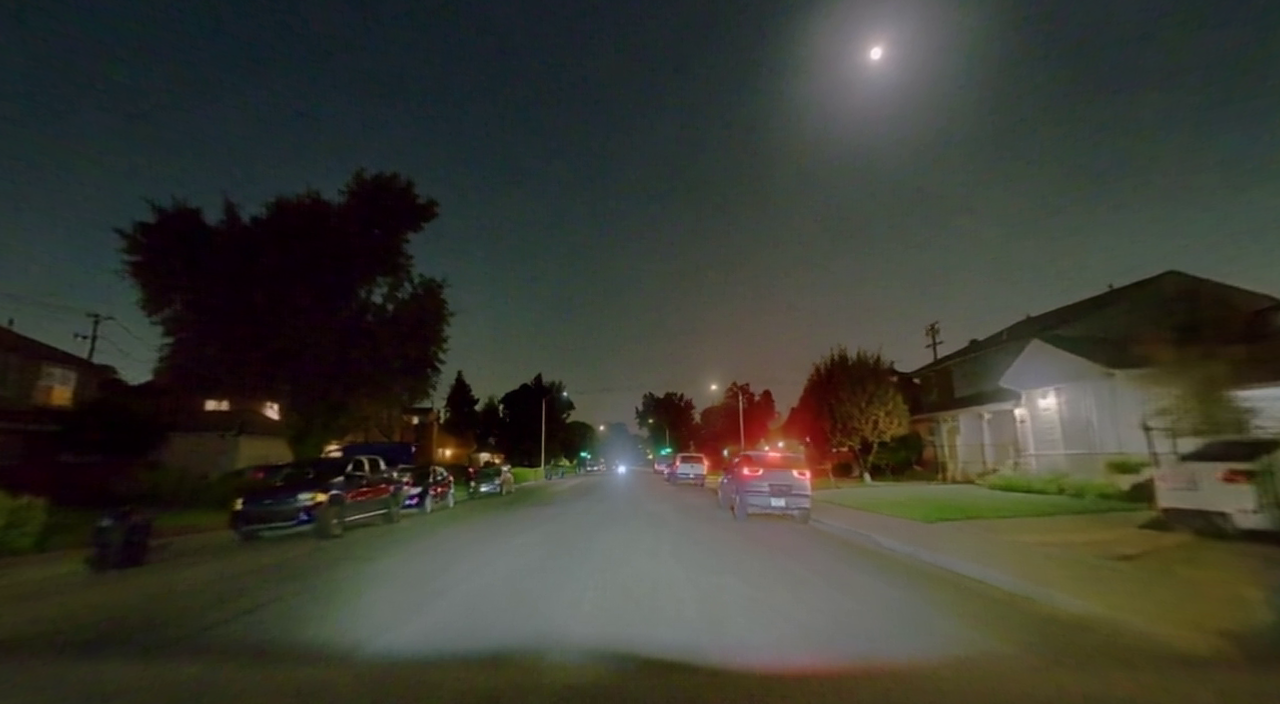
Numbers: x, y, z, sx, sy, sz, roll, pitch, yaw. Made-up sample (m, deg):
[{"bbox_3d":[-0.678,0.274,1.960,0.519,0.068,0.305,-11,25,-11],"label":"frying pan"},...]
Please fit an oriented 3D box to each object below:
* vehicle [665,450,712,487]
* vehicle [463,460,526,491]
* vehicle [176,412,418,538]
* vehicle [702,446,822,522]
[{"bbox_3d":[2.657,6.519,35.633,2.262,1.870,4.948,0,-8,0],"label":"vehicle"},{"bbox_3d":[-7.445,6.436,32.659,2.071,1.481,4.425,0,-11,1],"label":"vehicle"},{"bbox_3d":[-7.168,2.830,14.208,2.408,2.201,5.646,-1,-13,-2],"label":"vehicle"},{"bbox_3d":[2.894,3.229,16.059,2.050,1.598,4.590,0,-8,-1],"label":"vehicle"}]
